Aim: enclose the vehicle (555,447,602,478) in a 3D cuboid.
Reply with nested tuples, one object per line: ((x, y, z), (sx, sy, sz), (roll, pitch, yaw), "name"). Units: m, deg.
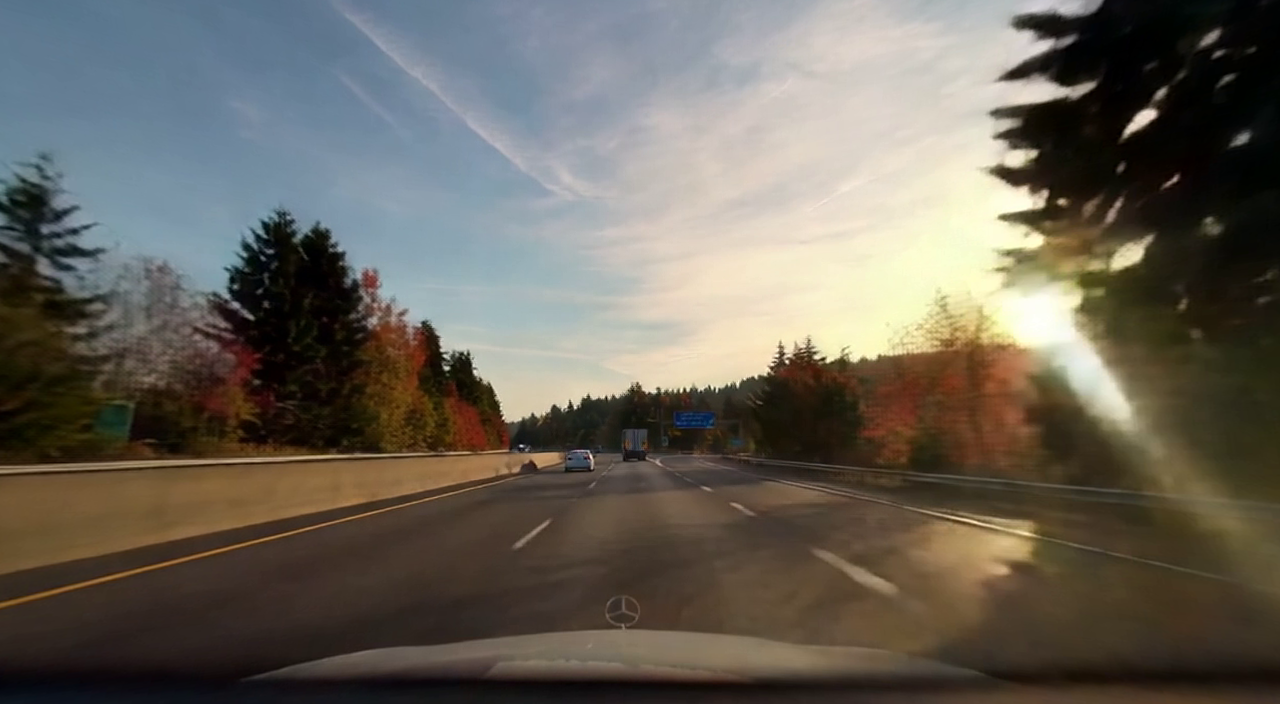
((-3.242, 5.962, 34.309), (2.184, 1.574, 5.004), (0, -9, -1), "vehicle")
